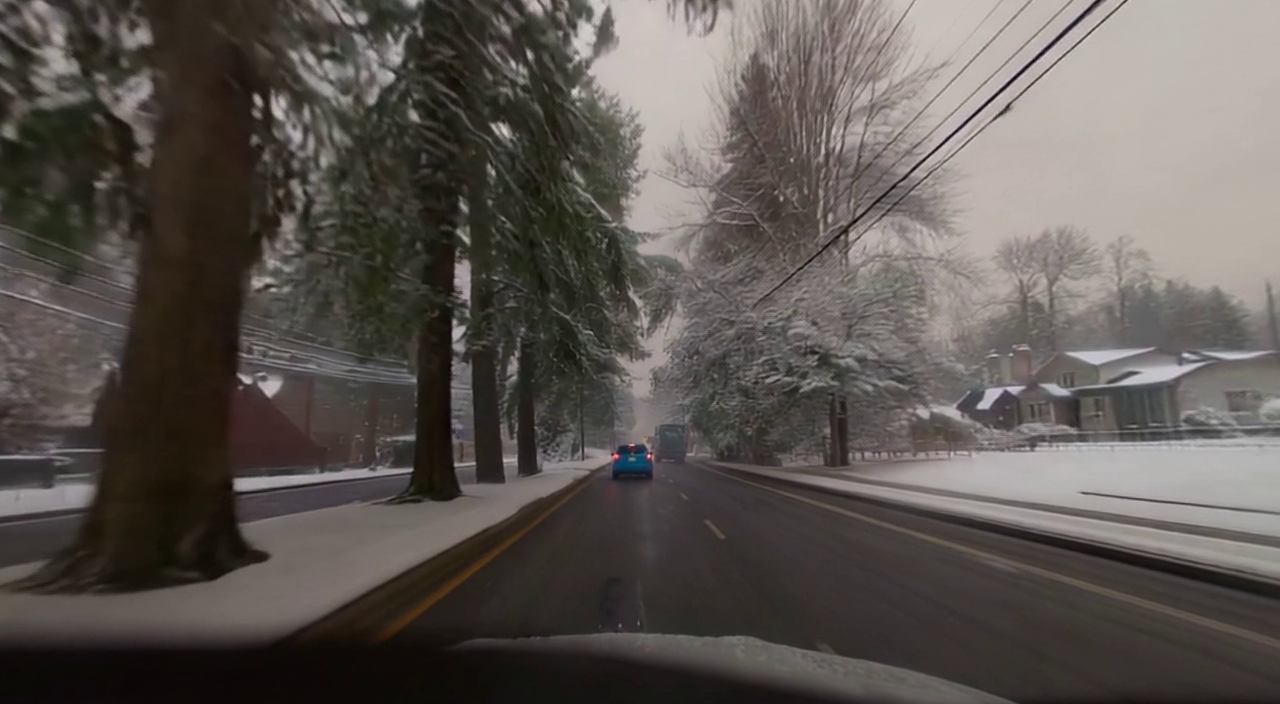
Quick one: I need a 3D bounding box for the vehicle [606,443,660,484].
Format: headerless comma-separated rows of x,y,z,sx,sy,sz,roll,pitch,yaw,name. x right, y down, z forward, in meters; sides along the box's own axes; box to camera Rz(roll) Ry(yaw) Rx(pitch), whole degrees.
-0.278,4.449,25.598,2.018,1.511,3.993,0,-8,0,vehicle
